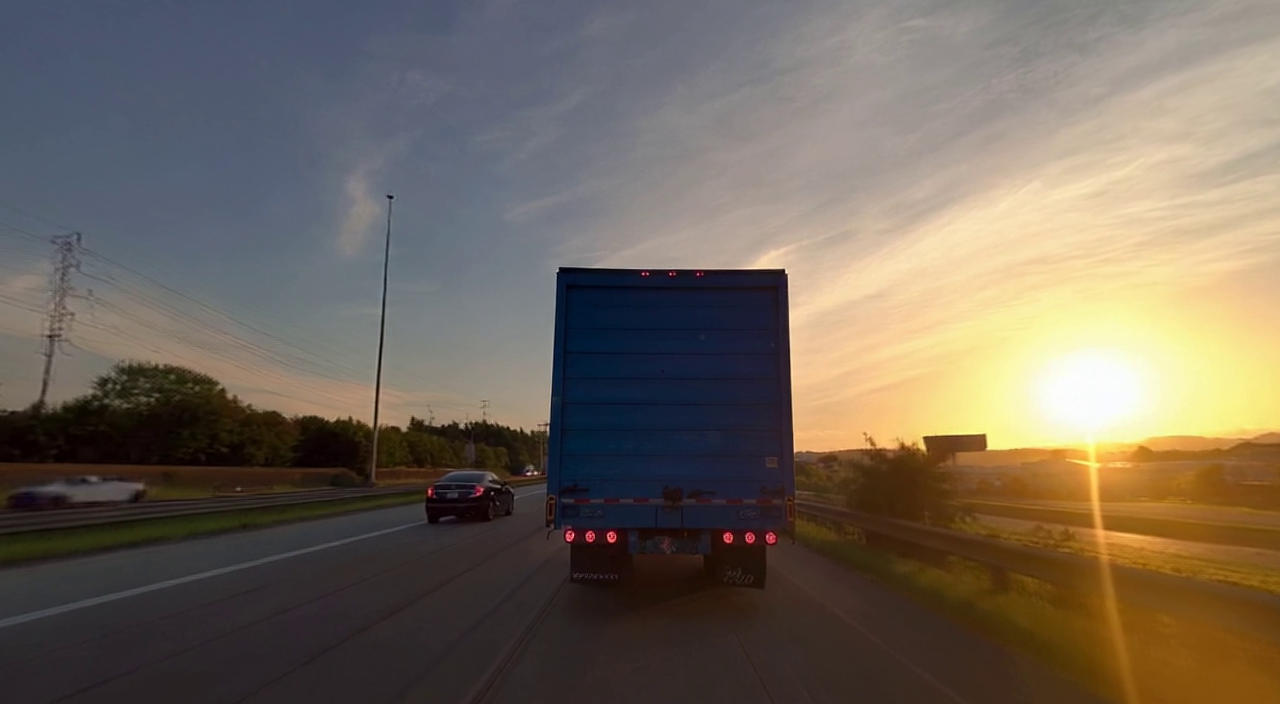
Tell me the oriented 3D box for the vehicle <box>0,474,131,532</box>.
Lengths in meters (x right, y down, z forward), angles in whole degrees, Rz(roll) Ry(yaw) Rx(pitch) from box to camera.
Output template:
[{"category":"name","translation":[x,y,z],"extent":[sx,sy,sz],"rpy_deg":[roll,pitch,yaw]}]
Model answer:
[{"category":"vehicle","translation":[-18.865,4.714,20.046],"extent":[1.868,1.579,4.060],"rpy_deg":[1,-11,0]}]

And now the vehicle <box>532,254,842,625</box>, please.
[{"category":"vehicle","translation":[0.594,1.535,10.361],"extent":[2.831,3.529,8.689],"rpy_deg":[0,-11,2]}]

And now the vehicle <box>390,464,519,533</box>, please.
[{"category":"vehicle","translation":[-4.495,3.625,16.029],"extent":[1.891,1.469,4.431],"rpy_deg":[1,-11,0]}]
